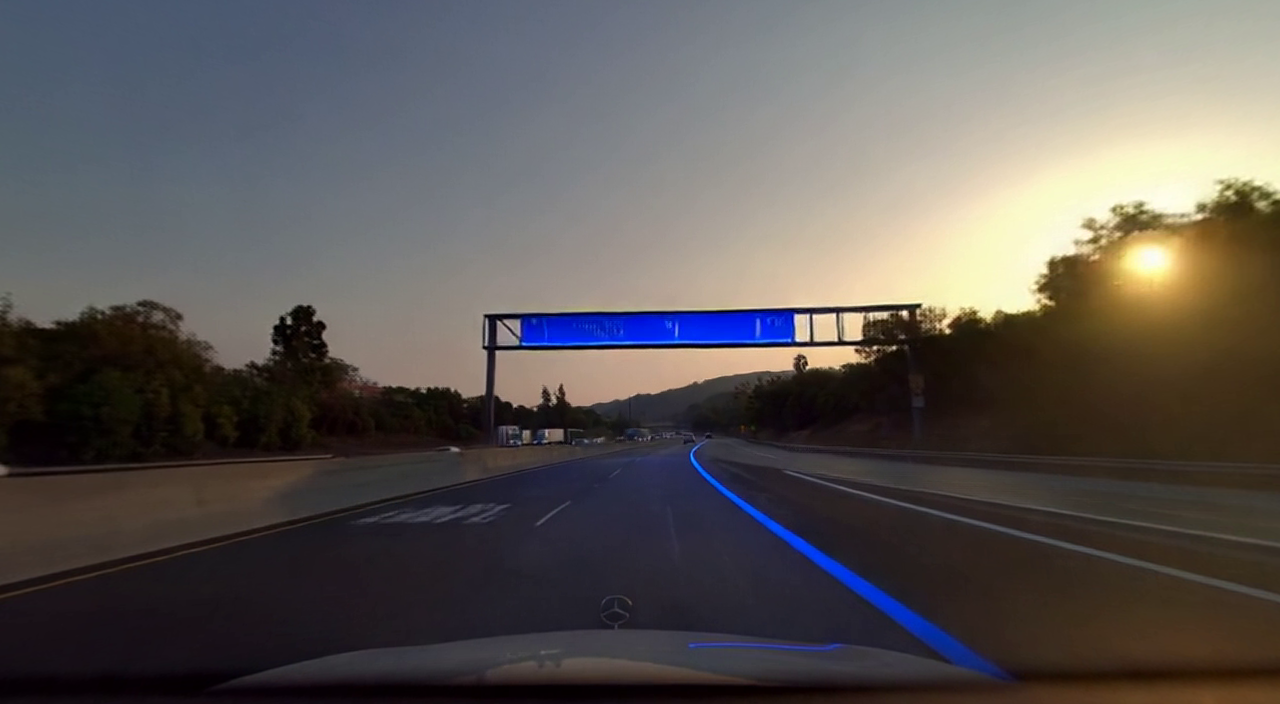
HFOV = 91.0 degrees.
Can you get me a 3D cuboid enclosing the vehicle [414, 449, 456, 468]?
[{"bbox_3d":[-14.742,7.684,45.436,1.651,1.224,3.682,-1,-8,3],"label":"vehicle"}]
